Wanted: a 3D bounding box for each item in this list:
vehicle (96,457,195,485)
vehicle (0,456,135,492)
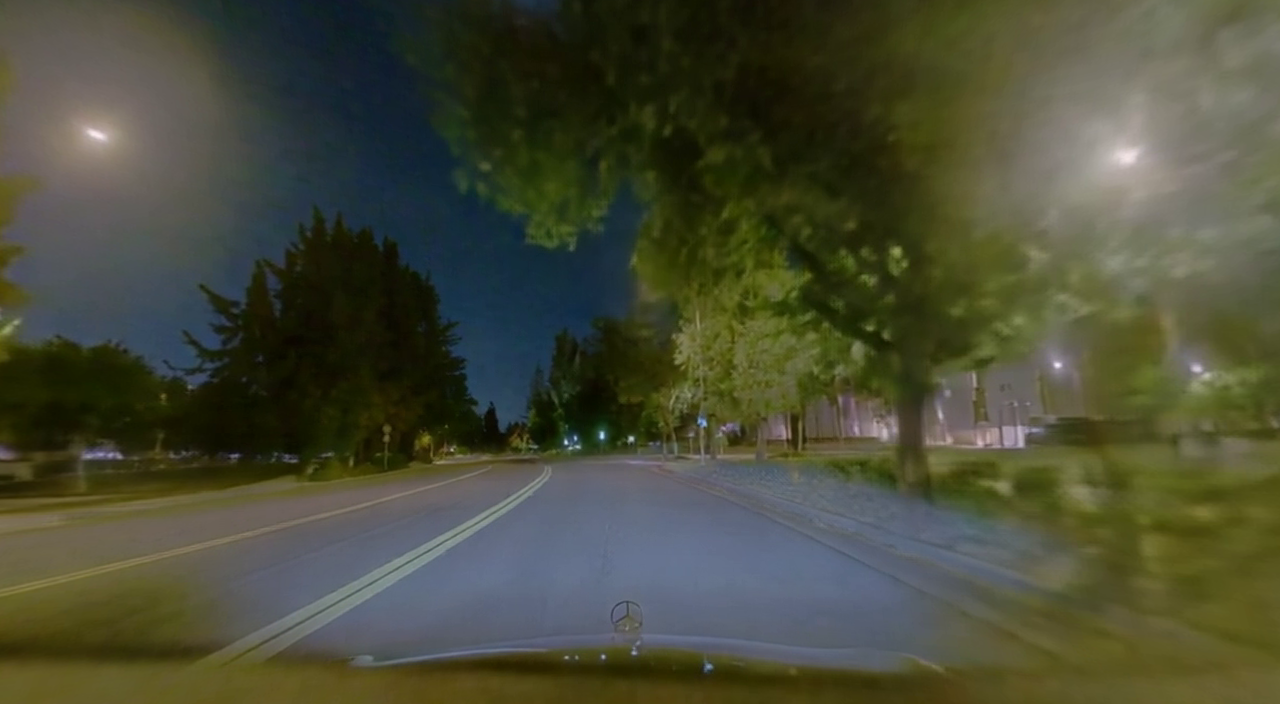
[{"bbox_3d":[-25.753,6.200,33.021,3.602,1.387,1.687,2,-9,-7],"label":"vehicle"},{"bbox_3d":[-25.346,5.313,27.706,4.527,1.441,2.024,0,-9,-3],"label":"vehicle"}]
